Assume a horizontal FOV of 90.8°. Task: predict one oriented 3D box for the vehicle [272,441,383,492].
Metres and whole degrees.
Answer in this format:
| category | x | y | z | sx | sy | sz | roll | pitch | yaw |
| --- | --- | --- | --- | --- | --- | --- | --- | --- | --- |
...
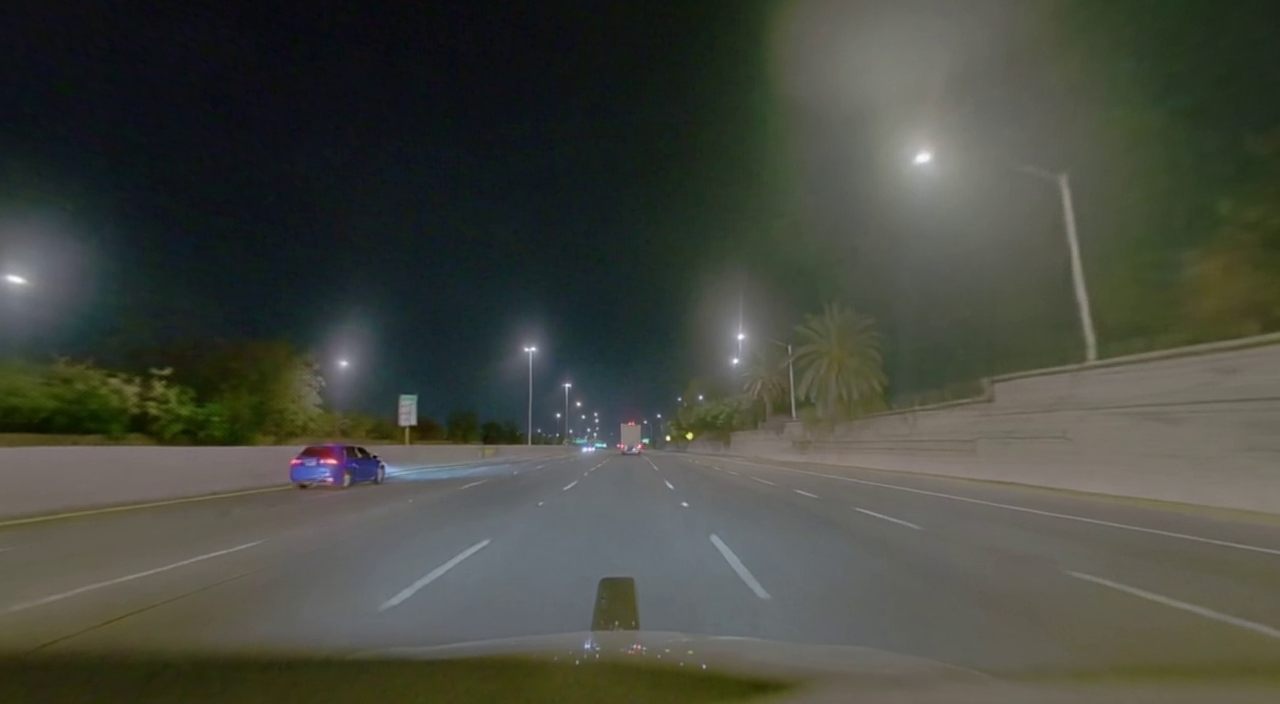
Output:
| category | x | y | z | sx | sy | sz | roll | pitch | yaw |
| --- | --- | --- | --- | --- | --- | --- | --- | --- | --- |
| vehicle | -11.070 | 4.062 | 22.746 | 1.897 | 1.653 | 4.113 | 0 | -9 | -1 |
